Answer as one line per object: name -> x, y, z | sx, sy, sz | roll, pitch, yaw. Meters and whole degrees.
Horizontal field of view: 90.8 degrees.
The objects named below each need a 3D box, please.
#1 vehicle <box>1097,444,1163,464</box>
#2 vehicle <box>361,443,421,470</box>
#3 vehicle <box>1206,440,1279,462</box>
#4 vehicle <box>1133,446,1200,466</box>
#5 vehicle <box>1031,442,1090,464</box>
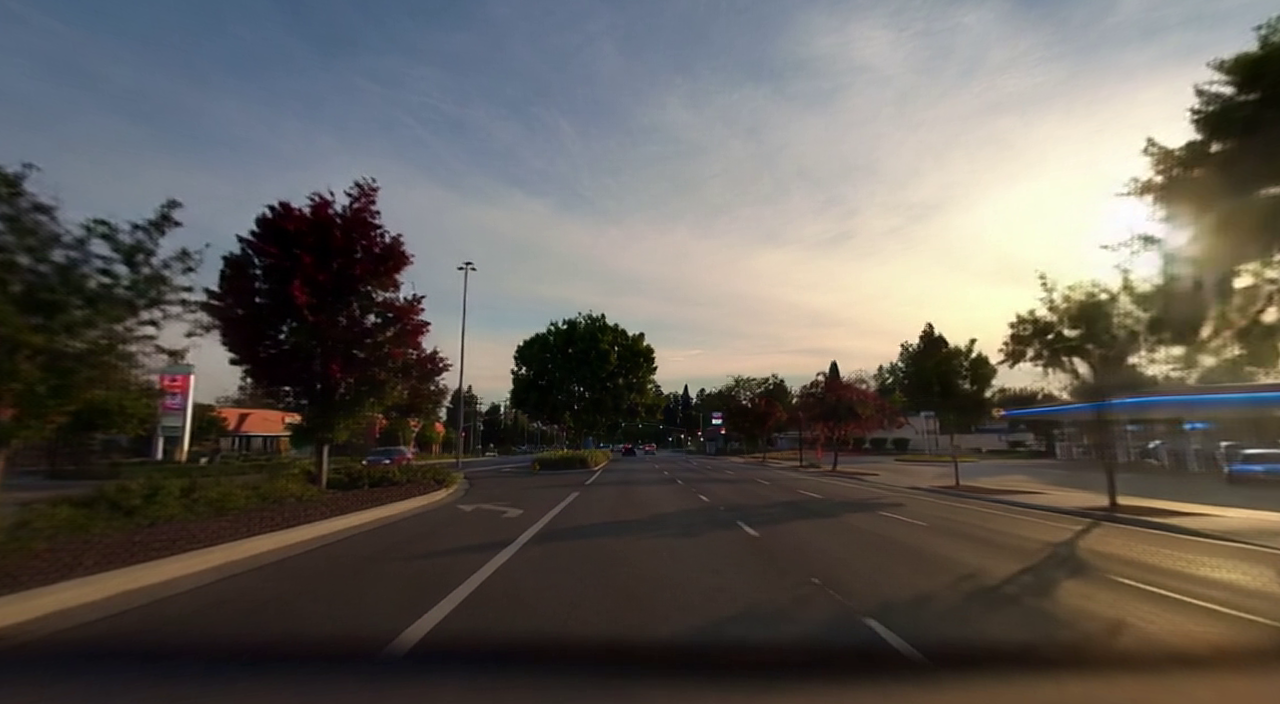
vehicle -> 36.545, 7.619, 47.225 | 1.665, 1.442, 3.759 | 1, -8, -4
vehicle -> -15.760, 6.625, 40.219 | 1.916, 1.620, 4.408 | 0, -8, 1
vehicle -> 45.297, 7.357, 47.257 | 1.825, 1.570, 4.351 | 0, -8, 0
vehicle -> 39.004, 7.701, 46.881 | 1.653, 1.421, 3.632 | 0, -9, -4
vehicle -> 30.883, 7.462, 46.486 | 1.591, 1.491, 4.005 | -2, -9, 1
